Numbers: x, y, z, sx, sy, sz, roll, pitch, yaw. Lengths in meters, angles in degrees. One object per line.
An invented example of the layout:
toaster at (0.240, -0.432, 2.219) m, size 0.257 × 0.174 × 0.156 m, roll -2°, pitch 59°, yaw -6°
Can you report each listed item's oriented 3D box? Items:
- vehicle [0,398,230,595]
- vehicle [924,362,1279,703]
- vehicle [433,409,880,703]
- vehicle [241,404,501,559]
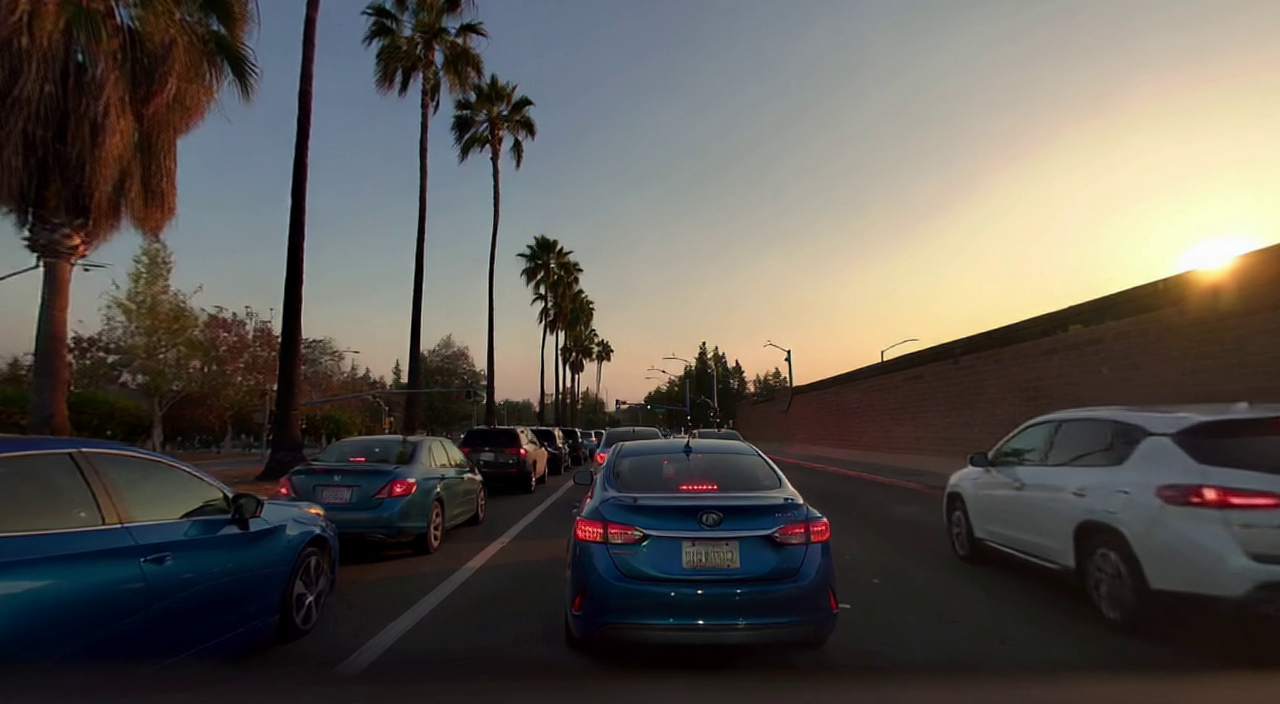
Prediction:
vehicle at (-6.675, 1.404, 6.386) m, size 1.963 × 1.721 × 4.662 m, roll 0°, pitch -8°, yaw -2°
vehicle at (3.930, 1.201, 4.857) m, size 2.112 × 1.717 × 4.432 m, roll -2°, pitch -9°, yaw 11°
vehicle at (0.045, 1.335, 5.196) m, size 2.128 × 1.473 × 4.272 m, roll 0°, pitch -8°, yaw -1°
vehicle at (-3.519, 1.773, 9.270) m, size 2.055 × 1.746 × 4.136 m, roll 0°, pitch -8°, yaw -2°
